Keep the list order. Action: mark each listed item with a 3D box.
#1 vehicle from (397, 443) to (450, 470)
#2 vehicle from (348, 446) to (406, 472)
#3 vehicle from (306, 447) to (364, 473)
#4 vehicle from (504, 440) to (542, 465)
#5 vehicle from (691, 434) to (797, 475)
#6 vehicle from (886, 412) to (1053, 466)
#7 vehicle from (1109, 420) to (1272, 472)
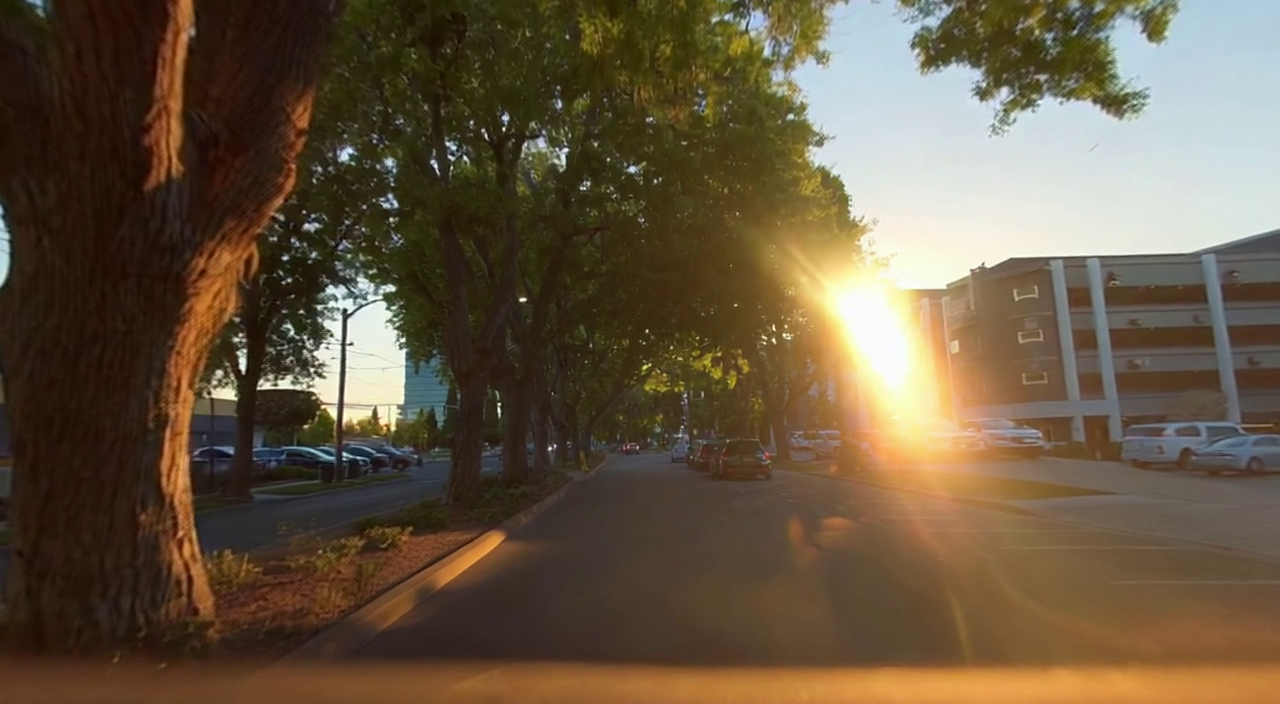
[{"bbox_3d":[-14.703,7.078,43.124,1.888,1.657,4.138,0,-8,4],"label":"vehicle"},{"bbox_3d":[-17.554,7.146,42.401,1.850,1.531,4.256,0,-8,3],"label":"vehicle"},{"bbox_3d":[-20.544,7.282,42.728,1.880,1.617,3.870,0,-8,1],"label":"vehicle"},{"bbox_3d":[-8.233,7.118,44.864,1.993,1.640,4.457,0,-8,-2],"label":"vehicle"},{"bbox_3d":[4.776,4.621,28.759,4.626,1.723,1.939,5,-10,-33],"label":"vehicle"},{"bbox_3d":[13.414,3.580,25.986,5.540,2.045,2.259,0,-8,-2],"label":"vehicle"},{"bbox_3d":[25.355,4.329,29.239,5.596,2.168,2.307,2,-8,-5],"label":"vehicle"}]
